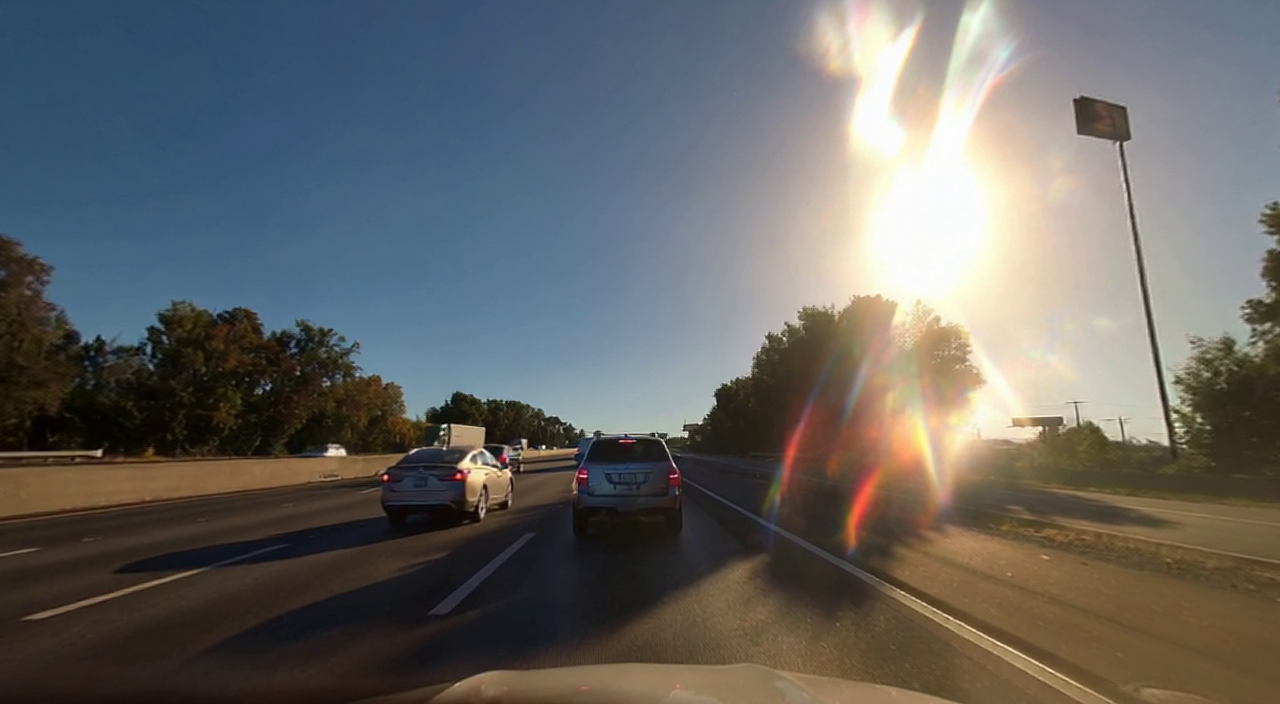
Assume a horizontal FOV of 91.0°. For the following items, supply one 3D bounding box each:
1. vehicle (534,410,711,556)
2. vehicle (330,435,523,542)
[{"bbox_3d":[-0.255,1.939,10.067,2.127,1.749,4.776,0,-9,-1],"label":"vehicle"},{"bbox_3d":[-3.505,2.315,11.370,1.889,1.522,4.465,0,-9,0],"label":"vehicle"}]
